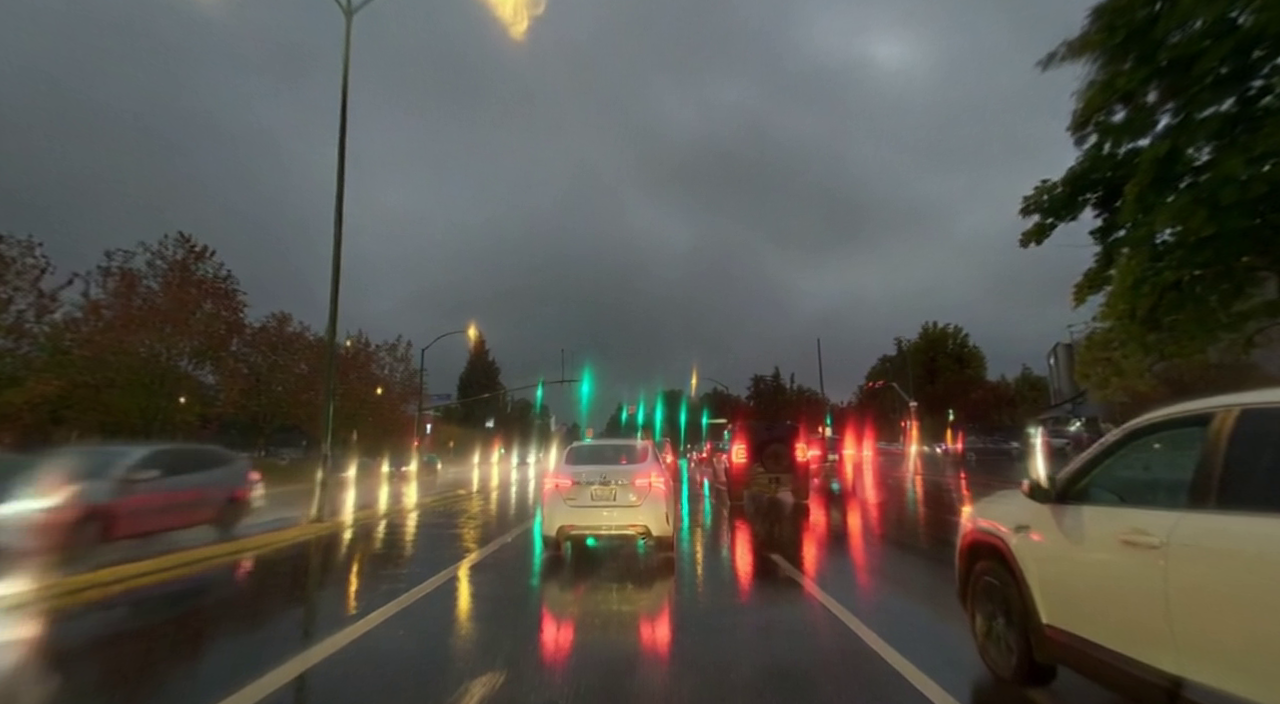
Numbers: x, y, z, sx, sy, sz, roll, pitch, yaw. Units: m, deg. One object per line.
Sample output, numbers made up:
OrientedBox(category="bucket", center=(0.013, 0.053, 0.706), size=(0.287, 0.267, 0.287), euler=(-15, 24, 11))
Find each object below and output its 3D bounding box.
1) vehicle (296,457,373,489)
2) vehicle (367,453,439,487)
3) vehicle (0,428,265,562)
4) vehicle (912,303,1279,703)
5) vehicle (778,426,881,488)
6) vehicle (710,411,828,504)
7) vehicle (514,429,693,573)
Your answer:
OrientedBox(category="vehicle", center=(-16.101, 6.359, 33.321), size=(1.853, 1.485, 4.221), euler=(0, -8, 1))
OrientedBox(category="vehicle", center=(-12.316, 6.138, 32.972), size=(1.926, 1.598, 4.509), euler=(0, -9, 2))
OrientedBox(category="vehicle", center=(-9.483, 2.481, 11.753), size=(1.979, 1.987, 4.542), euler=(0, -9, 1))
OrientedBox(category="vehicle", center=(3.257, 0.936, 2.977), size=(1.982, 1.960, 4.427), euler=(0, -8, 1))
OrientedBox(category="vehicle", center=(7.497, 4.230, 25.604), size=(2.627, 2.252, 5.236), euler=(0, -8, 1))
OrientedBox(category="vehicle", center=(3.802, 3.254, 19.818), size=(2.516, 2.481, 5.766), euler=(0, -8, 0))
OrientedBox(category="vehicle", center=(-0.405, 2.066, 9.503), size=(2.111, 1.676, 4.018), euler=(0, -8, 1))
